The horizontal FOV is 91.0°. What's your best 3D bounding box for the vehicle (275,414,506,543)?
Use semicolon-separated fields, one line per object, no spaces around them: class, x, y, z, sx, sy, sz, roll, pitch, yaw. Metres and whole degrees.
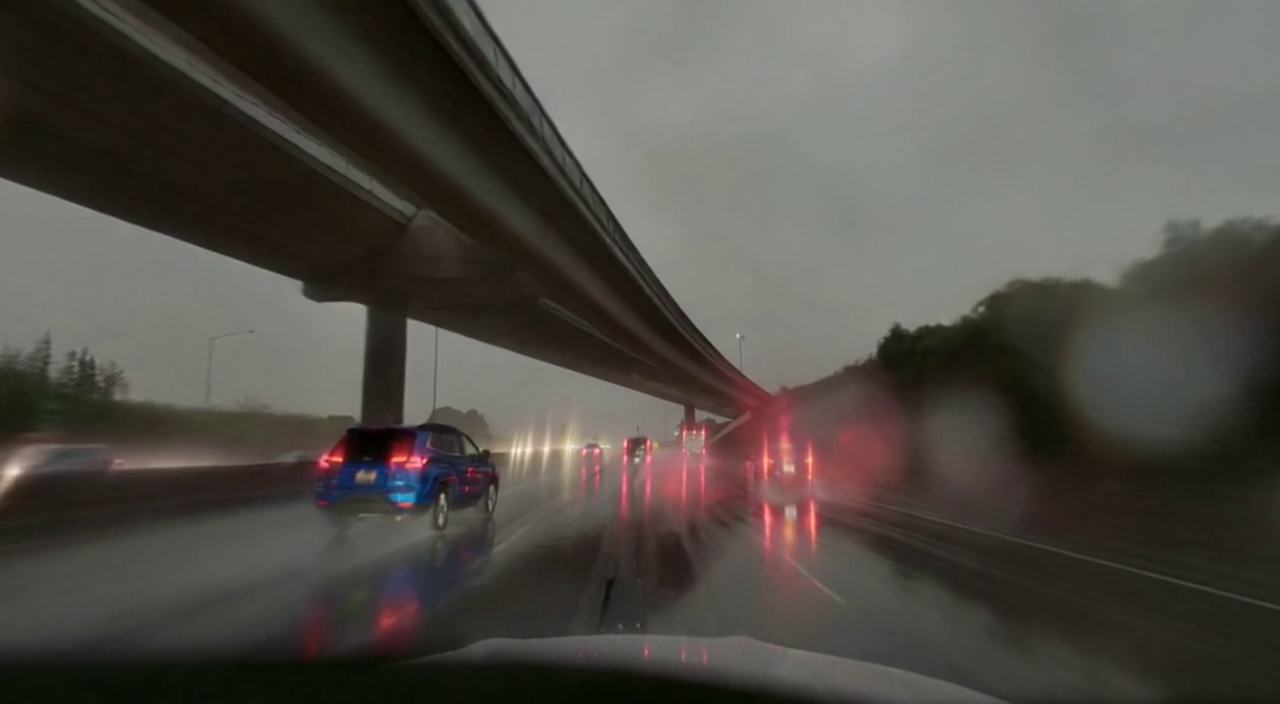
vehicle;-3.926;2.090;10.989;2.089;1.751;4.515;0;-9;1

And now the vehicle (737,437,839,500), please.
vehicle;4.002;3.216;17.709;1.959;1.554;3.795;0;-9;0

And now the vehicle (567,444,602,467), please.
vehicle;-3.860;7.292;44.480;1.994;1.475;4.171;0;-9;1

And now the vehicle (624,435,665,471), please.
vehicle;0.254;5.653;35.370;2.155;1.909;4.529;0;-9;0
